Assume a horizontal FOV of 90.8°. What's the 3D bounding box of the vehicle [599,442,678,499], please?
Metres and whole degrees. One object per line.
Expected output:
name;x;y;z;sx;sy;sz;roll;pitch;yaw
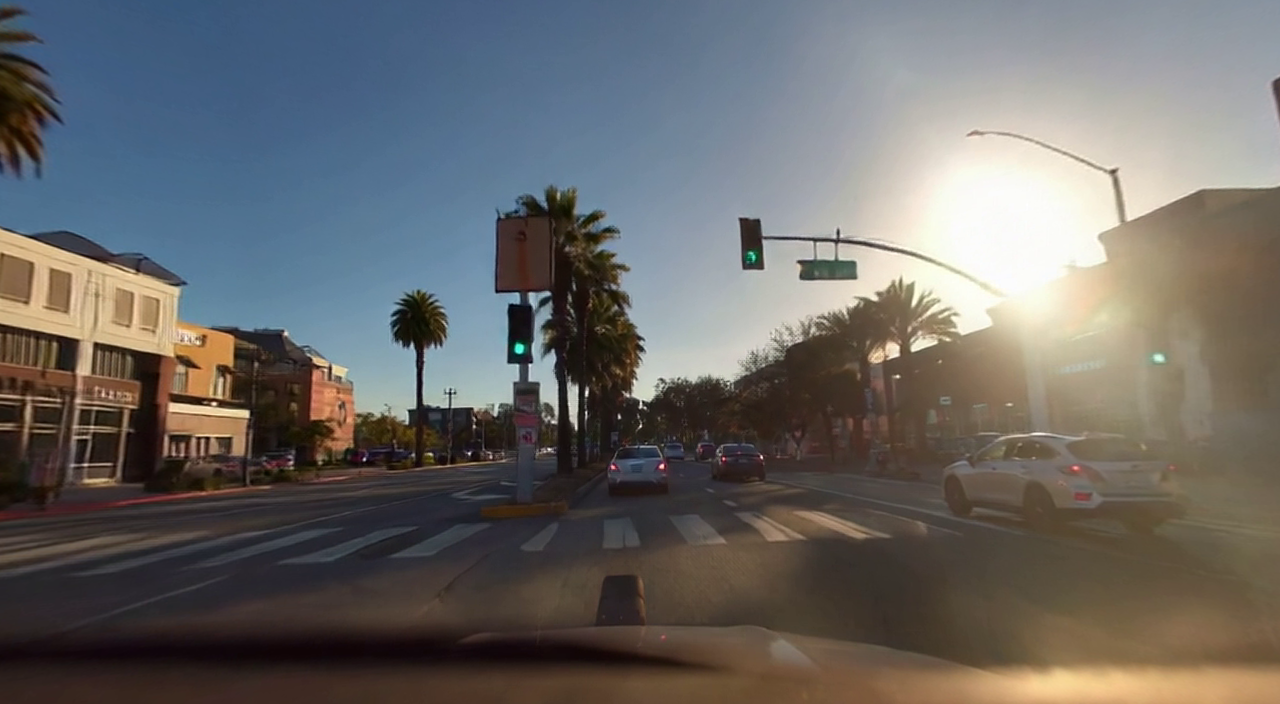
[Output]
vehicle;-0.057;3.470;18.959;2.110;1.487;3.873;0;-8;0

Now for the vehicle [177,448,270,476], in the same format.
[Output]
vehicle;-30.816;8.174;46.858;5.230;1.986;2.250;-1;-11;3

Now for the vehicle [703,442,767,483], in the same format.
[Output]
vehicle;3.821;4.507;26.218;1.892;1.532;4.177;0;-8;-2

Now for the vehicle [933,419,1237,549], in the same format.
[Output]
vehicle;6.828;2.040;10.410;1.940;1.674;4.085;0;-8;-1
